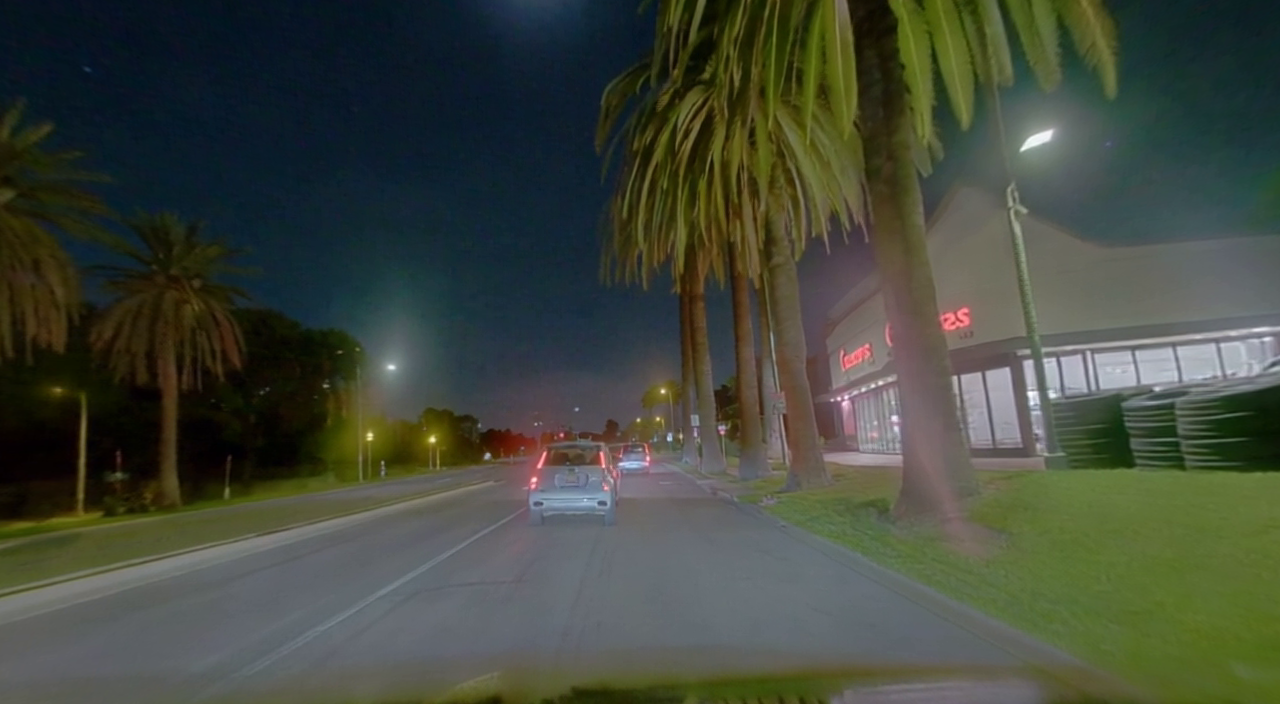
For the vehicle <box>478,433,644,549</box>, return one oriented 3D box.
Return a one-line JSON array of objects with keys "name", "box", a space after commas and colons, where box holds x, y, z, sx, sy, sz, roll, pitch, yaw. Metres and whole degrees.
[{"name": "vehicle", "box": [-1.097, 2.137, 10.413, 2.169, 1.495, 4.048, 0, -8, -2]}]
